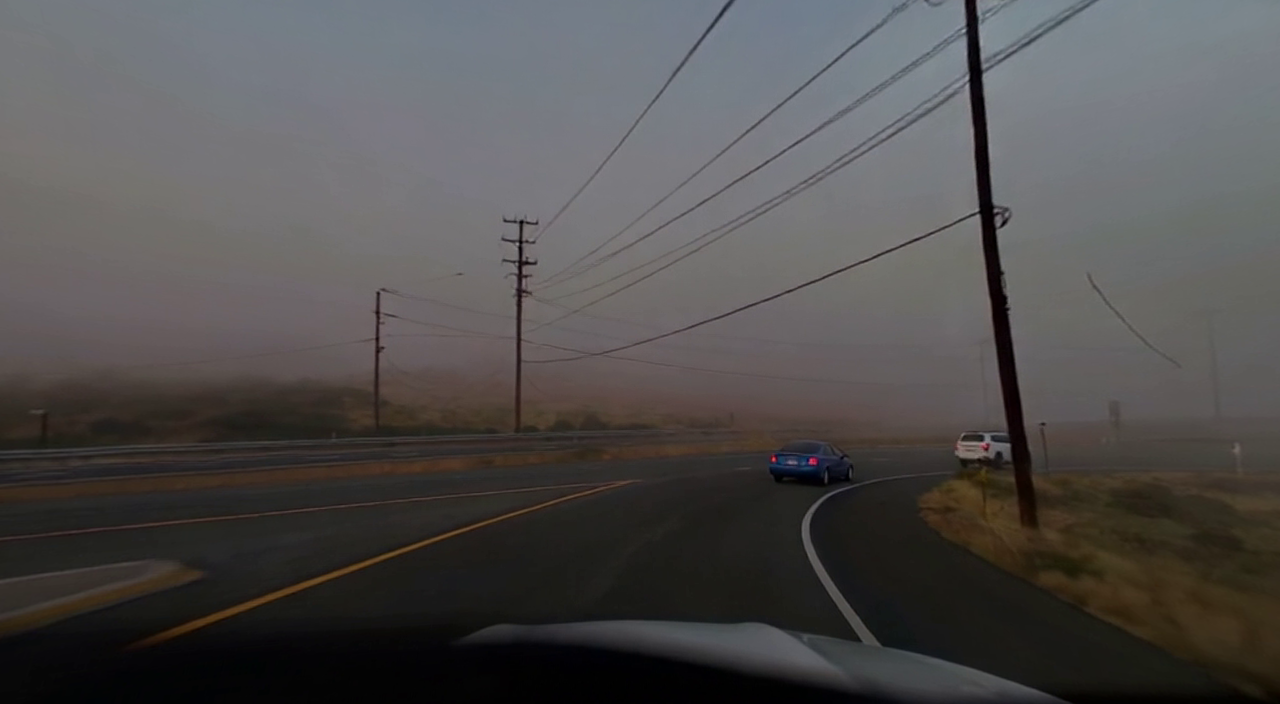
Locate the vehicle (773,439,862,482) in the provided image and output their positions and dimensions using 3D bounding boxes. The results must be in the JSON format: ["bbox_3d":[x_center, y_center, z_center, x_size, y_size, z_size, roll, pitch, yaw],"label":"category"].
[{"bbox_3d":[6.595,3.929,23.128,2.026,1.407,4.374,-6,-10,30],"label":"vehicle"}]

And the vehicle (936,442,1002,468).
[{"bbox_3d":[20.342,6.322,38.915,4.307,1.465,1.836,6,-11,-37],"label":"vehicle"}]

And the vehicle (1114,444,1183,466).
[{"bbox_3d":[37.979,7.683,47.076,4.102,1.552,1.931,2,-9,-17],"label":"vehicle"}]
